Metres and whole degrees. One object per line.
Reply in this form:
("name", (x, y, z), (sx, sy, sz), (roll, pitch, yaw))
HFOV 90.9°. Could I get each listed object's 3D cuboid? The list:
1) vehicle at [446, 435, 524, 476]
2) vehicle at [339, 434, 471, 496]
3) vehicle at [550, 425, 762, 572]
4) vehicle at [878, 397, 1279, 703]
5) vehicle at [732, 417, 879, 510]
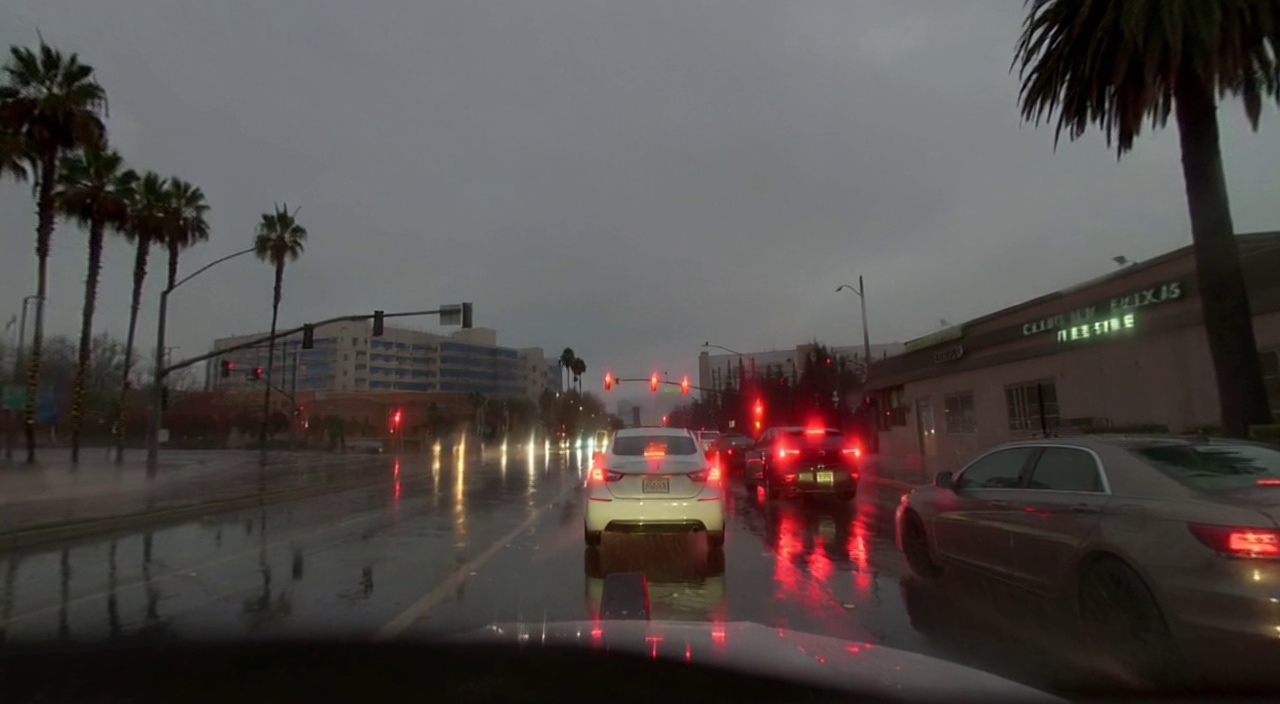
("vehicle", (-6.060, 4.096, 25.217), (1.822, 1.456, 4.396), (-1, -8, 2))
("vehicle", (-6.265, 3.048, 17.380), (1.900, 1.487, 4.165), (0, -8, 2))
("vehicle", (0.171, 1.784, 8.461), (2.140, 1.474, 4.026), (0, -8, 0))
("vehicle", (3.538, 1.217, 4.476), (1.910, 1.490, 4.661), (0, -8, 0))
("vehicle", (3.491, 2.461, 14.303), (2.169, 1.751, 4.276), (0, -8, 0))
